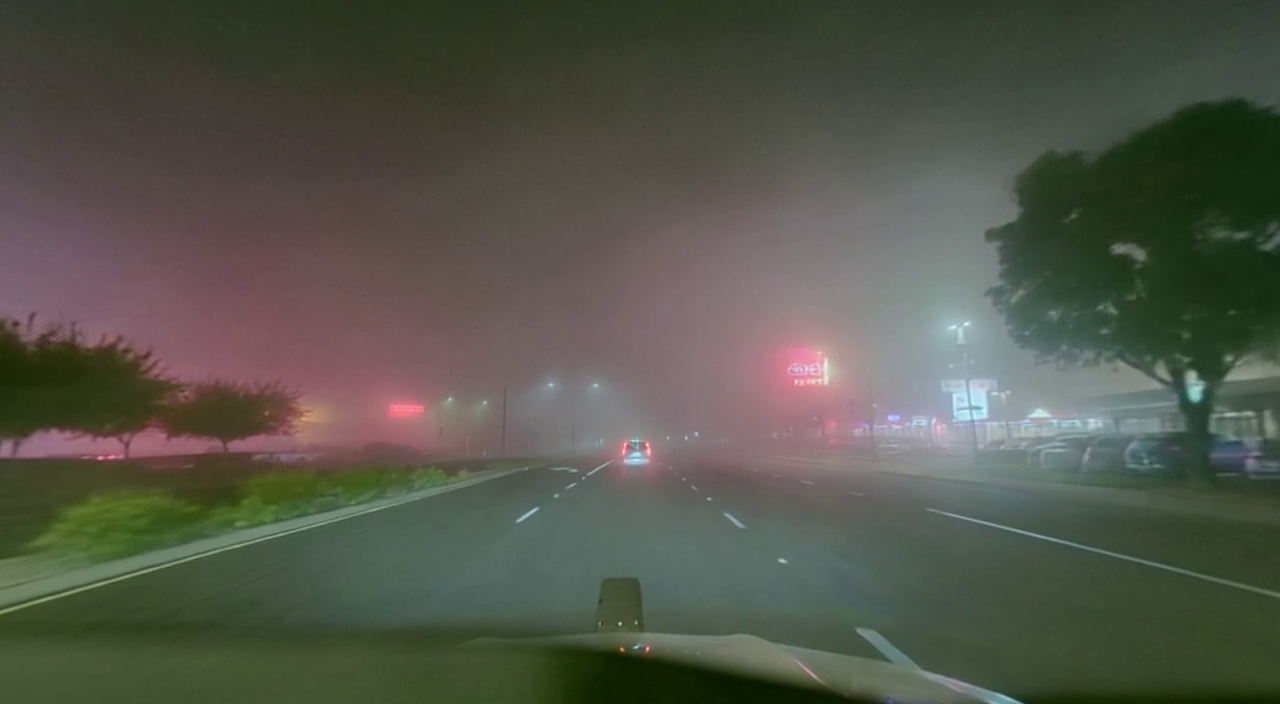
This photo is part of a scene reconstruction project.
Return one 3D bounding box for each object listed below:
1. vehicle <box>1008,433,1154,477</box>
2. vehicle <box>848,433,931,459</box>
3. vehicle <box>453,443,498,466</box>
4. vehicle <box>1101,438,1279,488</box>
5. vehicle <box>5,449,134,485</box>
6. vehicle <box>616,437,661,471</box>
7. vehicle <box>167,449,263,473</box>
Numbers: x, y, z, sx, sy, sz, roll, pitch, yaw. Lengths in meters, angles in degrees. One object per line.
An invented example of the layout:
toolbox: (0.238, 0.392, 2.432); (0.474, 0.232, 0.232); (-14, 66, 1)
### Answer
vehicle: (16.286, 3.843, 23.623); (1.949, 1.458, 4.865); (0, -8, 0)
vehicle: (17.883, 6.742, 45.249); (5.083, 1.778, 2.063); (0, -9, 0)
vehicle: (-11.916, 7.433, 45.952); (2.041, 1.553, 4.433); (0, -8, 0)
vehicle: (16.525, 3.247, 18.744); (1.860, 1.276, 4.671); (0, -8, -4)
vehicle: (-27.114, 5.447, 30.014); (4.355, 1.504, 1.874); (-2, -9, 1)
vehicle: (-0.097, 4.806, 29.795); (1.998, 1.452, 3.773); (0, -8, -1)
vehicle: (-26.863, 6.874, 39.922); (4.660, 1.446, 1.870); (0, -8, -3)
